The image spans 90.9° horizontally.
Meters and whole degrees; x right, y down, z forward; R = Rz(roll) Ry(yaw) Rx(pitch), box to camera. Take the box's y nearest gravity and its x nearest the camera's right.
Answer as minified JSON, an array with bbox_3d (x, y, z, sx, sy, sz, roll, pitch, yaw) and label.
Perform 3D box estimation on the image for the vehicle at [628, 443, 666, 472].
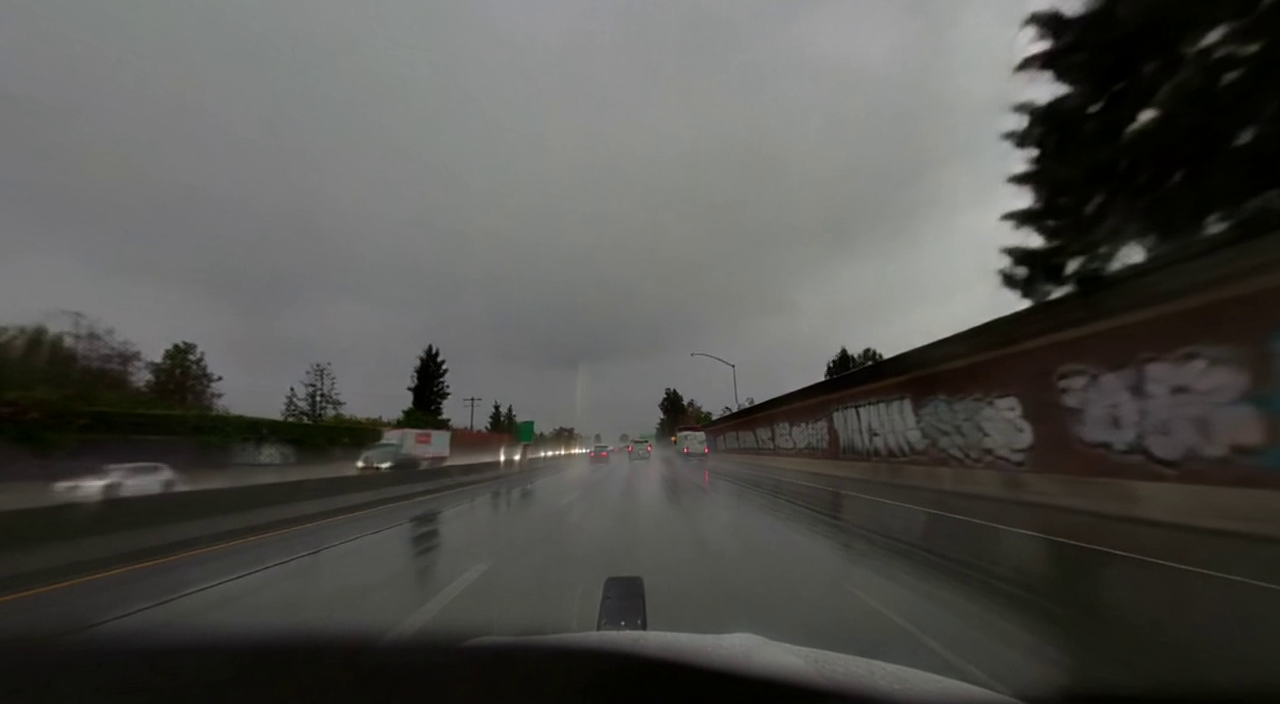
[{"bbox_3d":[0.343,5.813,34.866,2.009,1.506,4.091,0,-9,-1],"label":"vehicle"}]

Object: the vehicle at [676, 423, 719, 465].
[{"bbox_3d":[4.254,7.015,47.906,2.549,2.931,6.310,0,-9,-1],"label":"vehicle"}]

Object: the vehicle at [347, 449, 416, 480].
[{"bbox_3d":[-13.115,5.706,32.271,1.788,1.470,4.039,0,-9,0],"label":"vehicle"}]

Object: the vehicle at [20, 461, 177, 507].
[{"bbox_3d":[-20.243,4.917,23.872,1.843,1.479,4.544,-1,-9,1],"label":"vehicle"}]
